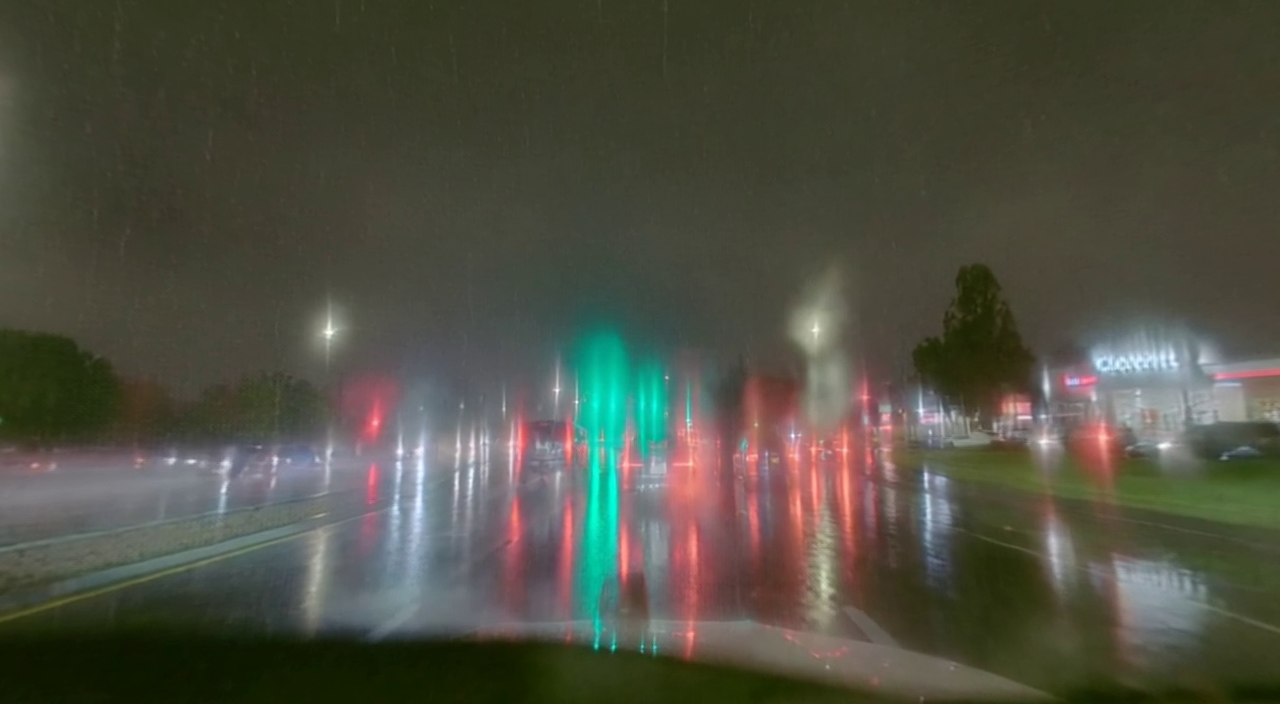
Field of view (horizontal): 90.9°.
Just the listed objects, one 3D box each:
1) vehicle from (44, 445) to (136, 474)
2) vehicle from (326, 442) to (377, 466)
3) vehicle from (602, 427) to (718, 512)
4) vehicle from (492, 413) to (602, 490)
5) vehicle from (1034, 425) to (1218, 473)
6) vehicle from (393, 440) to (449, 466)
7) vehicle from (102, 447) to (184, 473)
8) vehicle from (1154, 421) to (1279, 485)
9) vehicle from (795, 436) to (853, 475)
[{"bbox_3d":[-31.997,6.247,36.801,3.835,1.549,1.755,6,-11,-37],"label":"vehicle"},{"bbox_3d":[-21.544,7.640,47.302,1.923,1.703,4.520,0,-8,-3],"label":"vehicle"},{"bbox_3d":[0.334,2.400,13.319,2.061,1.494,4.079,0,-8,-1],"label":"vehicle"},{"bbox_3d":[-2.538,2.931,18.762,2.289,1.935,5.227,0,-8,2],"label":"vehicle"},{"bbox_3d":[15.630,3.134,20.440,4.436,1.466,1.875,0,-8,-2],"label":"vehicle"},{"bbox_3d":[-12.800,5.912,37.111,2.011,1.456,4.143,0,-8,-3],"label":"vehicle"},{"bbox_3d":[-32.009,6.954,40.749,3.937,1.438,1.873,3,-10,-33],"label":"vehicle"},{"bbox_3d":[16.086,2.537,15.993,4.323,1.496,1.937,0,-8,0],"label":"vehicle"},{"bbox_3d":[7.863,4.440,27.308,1.900,1.507,4.151,-2,-8,10],"label":"vehicle"}]
